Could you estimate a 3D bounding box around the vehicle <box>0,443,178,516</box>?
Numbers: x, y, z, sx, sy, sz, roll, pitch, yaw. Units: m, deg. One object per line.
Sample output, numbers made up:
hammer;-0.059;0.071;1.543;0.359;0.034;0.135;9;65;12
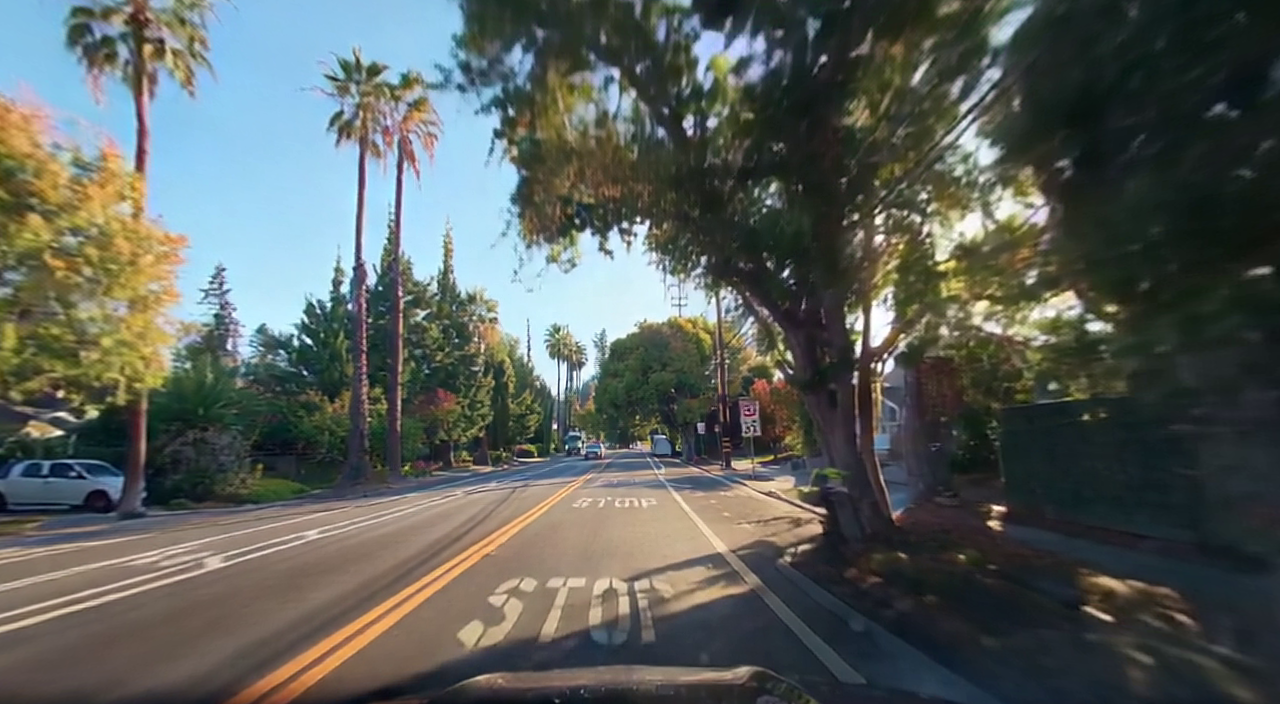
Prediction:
vehicle;-15.385;3.349;16.891;4.454;1.815;1.921;0;-8;-1
